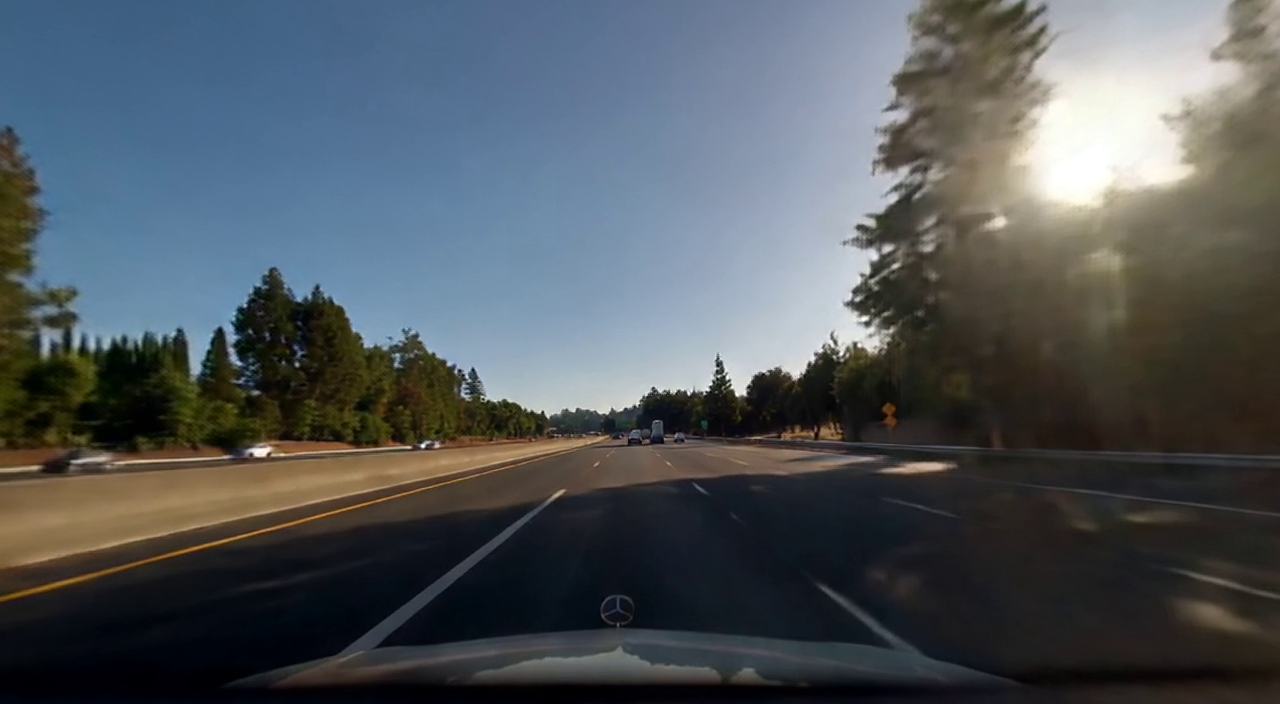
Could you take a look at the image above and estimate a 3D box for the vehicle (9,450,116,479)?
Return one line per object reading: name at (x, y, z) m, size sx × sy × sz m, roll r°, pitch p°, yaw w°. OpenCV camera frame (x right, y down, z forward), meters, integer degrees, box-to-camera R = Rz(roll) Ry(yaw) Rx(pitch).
vehicle at (-33.314, 6.459, 36.535) m, size 1.835 × 1.479 × 4.687 m, roll 0°, pitch -8°, yaw -1°
